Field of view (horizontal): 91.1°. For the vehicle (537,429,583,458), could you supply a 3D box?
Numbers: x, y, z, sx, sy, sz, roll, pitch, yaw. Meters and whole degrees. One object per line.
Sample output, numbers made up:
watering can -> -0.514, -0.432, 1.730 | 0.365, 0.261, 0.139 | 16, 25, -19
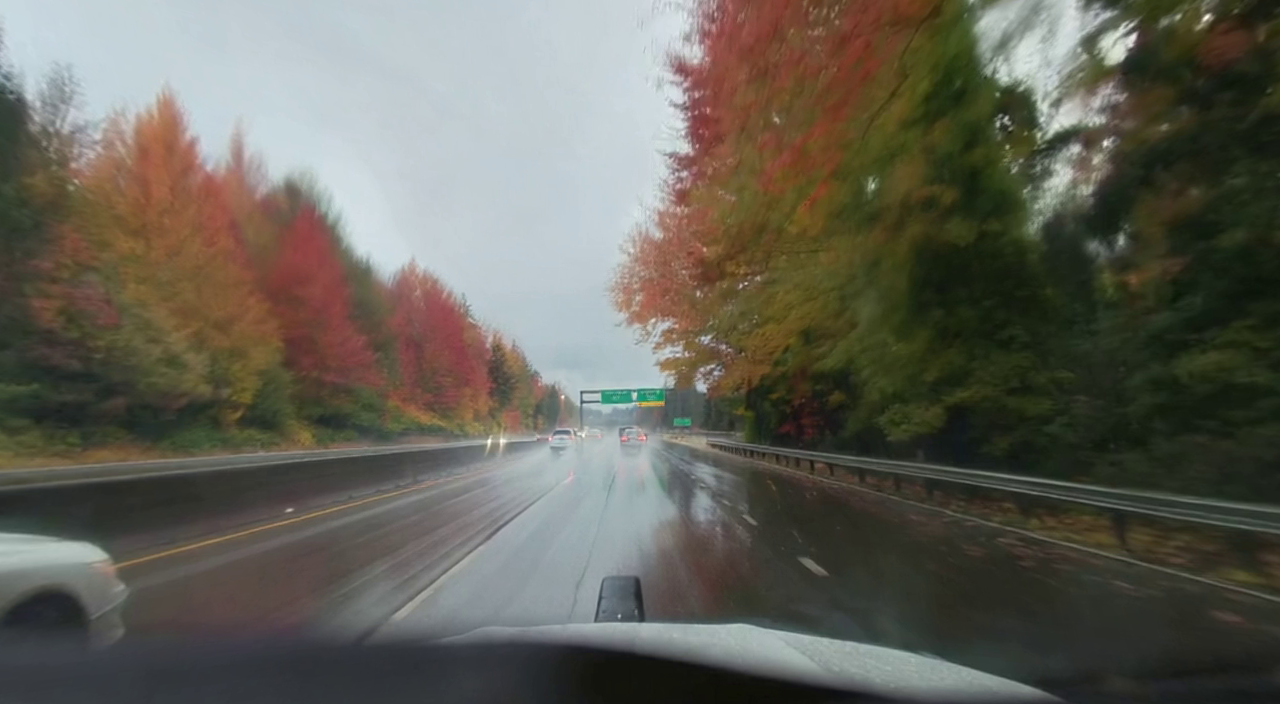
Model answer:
vehicle -> -4.402, 5.131, 35.292 | 2.071, 1.524, 4.398 | 0, -8, -1

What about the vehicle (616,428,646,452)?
vehicle -> -0.673, 6.257, 44.904 | 2.054, 1.609, 3.859 | 0, -8, -1
